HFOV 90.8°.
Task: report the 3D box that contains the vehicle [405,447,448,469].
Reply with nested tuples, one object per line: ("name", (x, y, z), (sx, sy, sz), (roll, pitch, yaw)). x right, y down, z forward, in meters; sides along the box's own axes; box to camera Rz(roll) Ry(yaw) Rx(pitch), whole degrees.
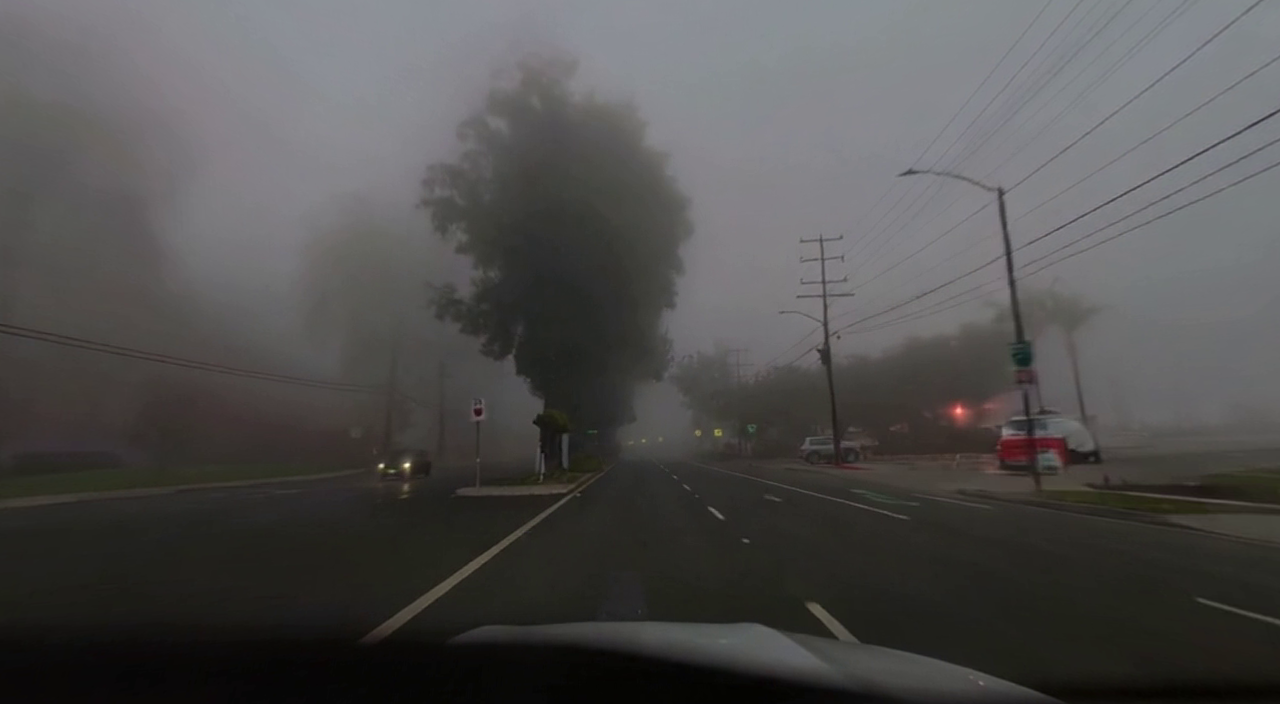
("vehicle", (-16.322, 8.095, 48.516), (1.916, 1.545, 3.896), (0, -8, -1))

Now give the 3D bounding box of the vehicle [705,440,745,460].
("vehicle", (6.383, 7.428, 47.944), (2.261, 1.479, 4.403), (0, -8, -2))
